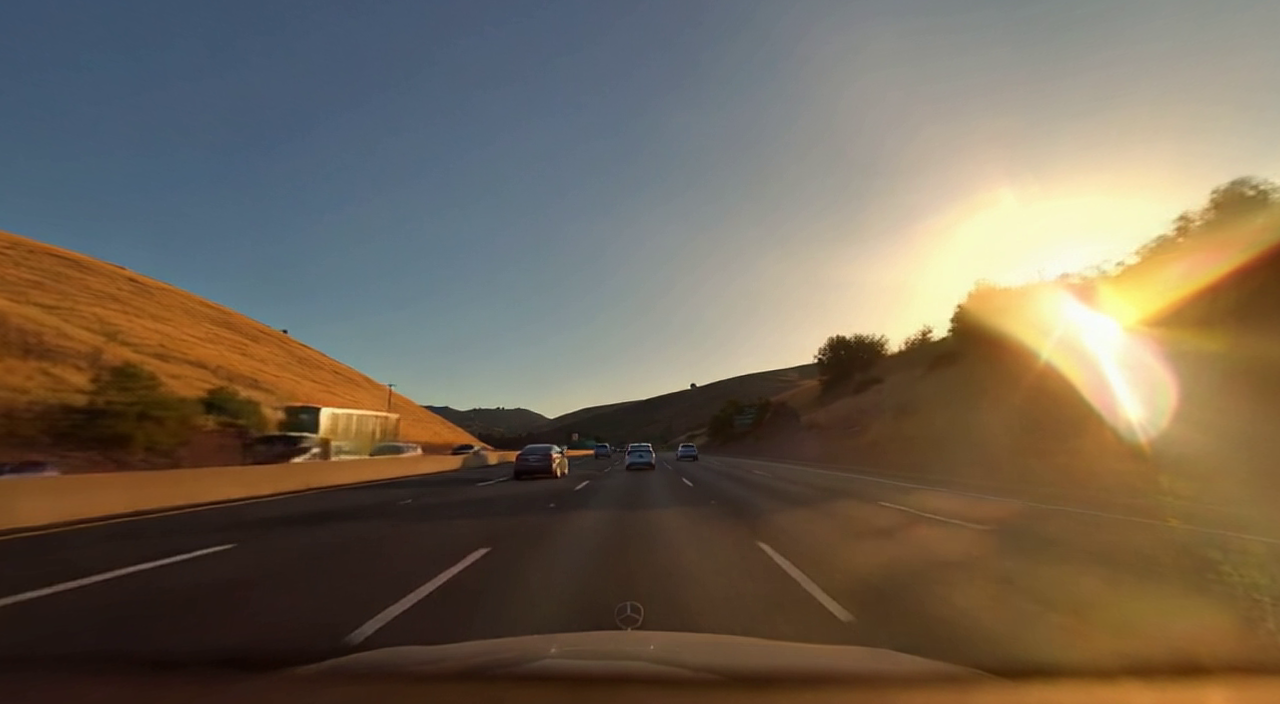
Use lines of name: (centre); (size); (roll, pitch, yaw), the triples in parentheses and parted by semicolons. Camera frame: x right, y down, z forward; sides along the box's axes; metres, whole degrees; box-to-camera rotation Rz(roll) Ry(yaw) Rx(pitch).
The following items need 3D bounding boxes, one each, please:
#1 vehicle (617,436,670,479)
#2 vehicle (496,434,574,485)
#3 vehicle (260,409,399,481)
vehicle: (0.128, 4.469, 27.045); (2.086, 1.685, 4.206); (0, -8, 0)
vehicle: (-3.752, 3.921, 23.255); (2.076, 1.690, 4.113); (0, -8, 1)
vehicle: (-12.869, 3.957, 26.894); (2.460, 2.683, 6.610); (0, -8, 0)
